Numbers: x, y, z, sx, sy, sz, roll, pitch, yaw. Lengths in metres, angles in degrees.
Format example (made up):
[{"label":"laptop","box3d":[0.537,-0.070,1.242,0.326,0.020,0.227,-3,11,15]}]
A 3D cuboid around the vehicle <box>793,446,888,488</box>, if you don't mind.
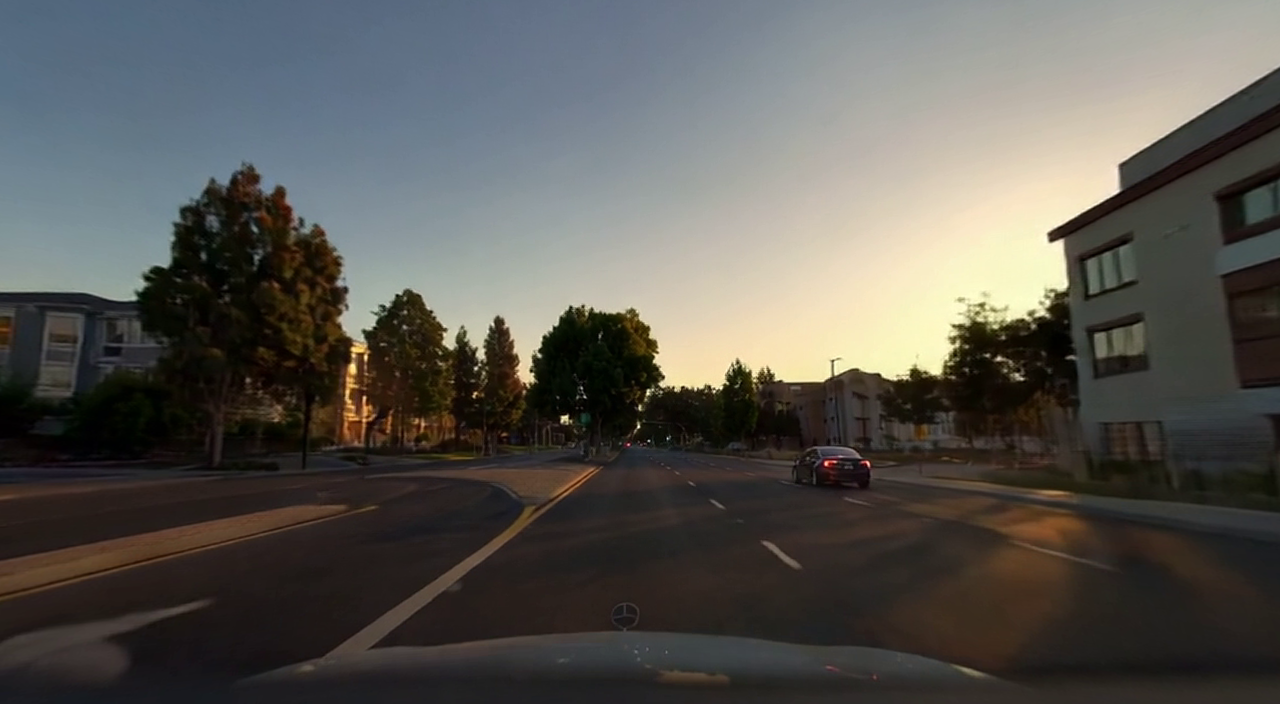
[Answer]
[{"label":"vehicle","box3d":[7.449,4.306,23.897,2.054,1.421,4.487,0,-9,-1]}]
